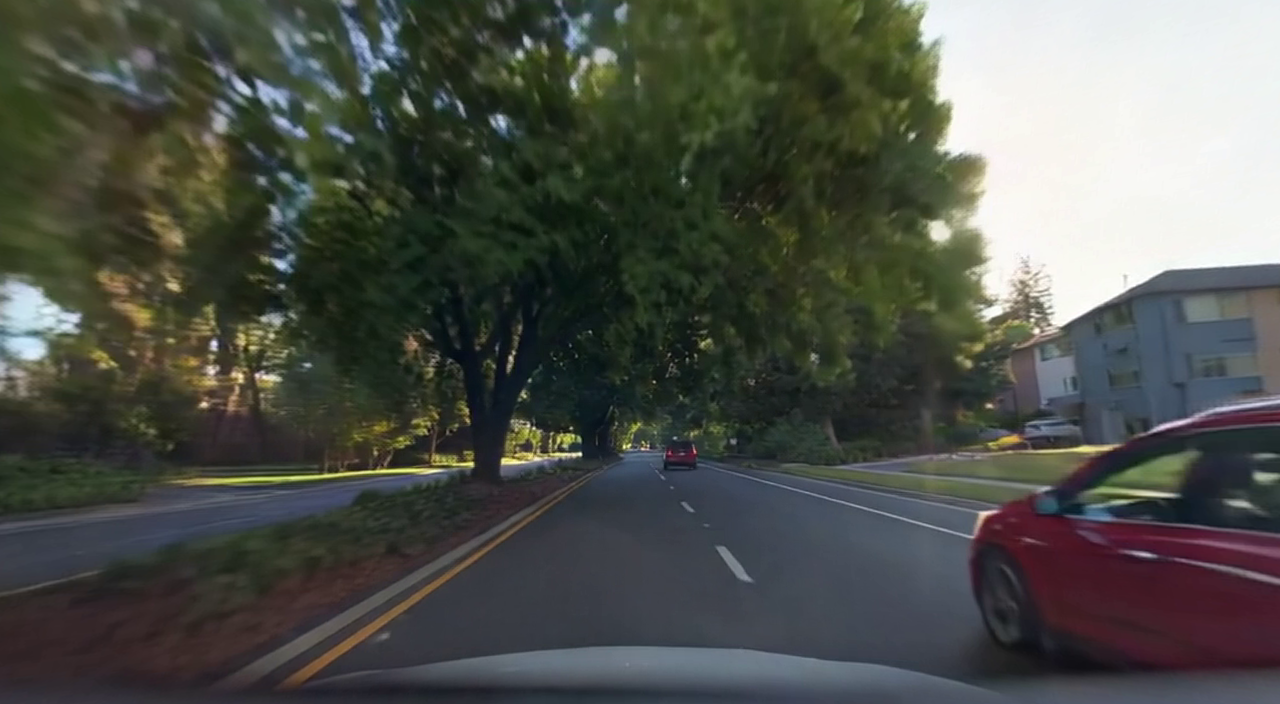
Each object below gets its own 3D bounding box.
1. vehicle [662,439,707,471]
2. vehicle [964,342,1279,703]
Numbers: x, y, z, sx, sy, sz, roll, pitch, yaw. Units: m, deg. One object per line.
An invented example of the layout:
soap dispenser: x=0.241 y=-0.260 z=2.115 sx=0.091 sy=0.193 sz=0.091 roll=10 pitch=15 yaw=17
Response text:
vehicle: x=2.436 y=5.833 z=35.924 sx=2.164 sy=1.725 sz=4.285 roll=0 pitch=-9 yaw=-1
vehicle: x=3.245 y=0.738 z=1.934 sx=2.066 sy=1.603 sz=4.475 roll=0 pitch=-9 yaw=-1
